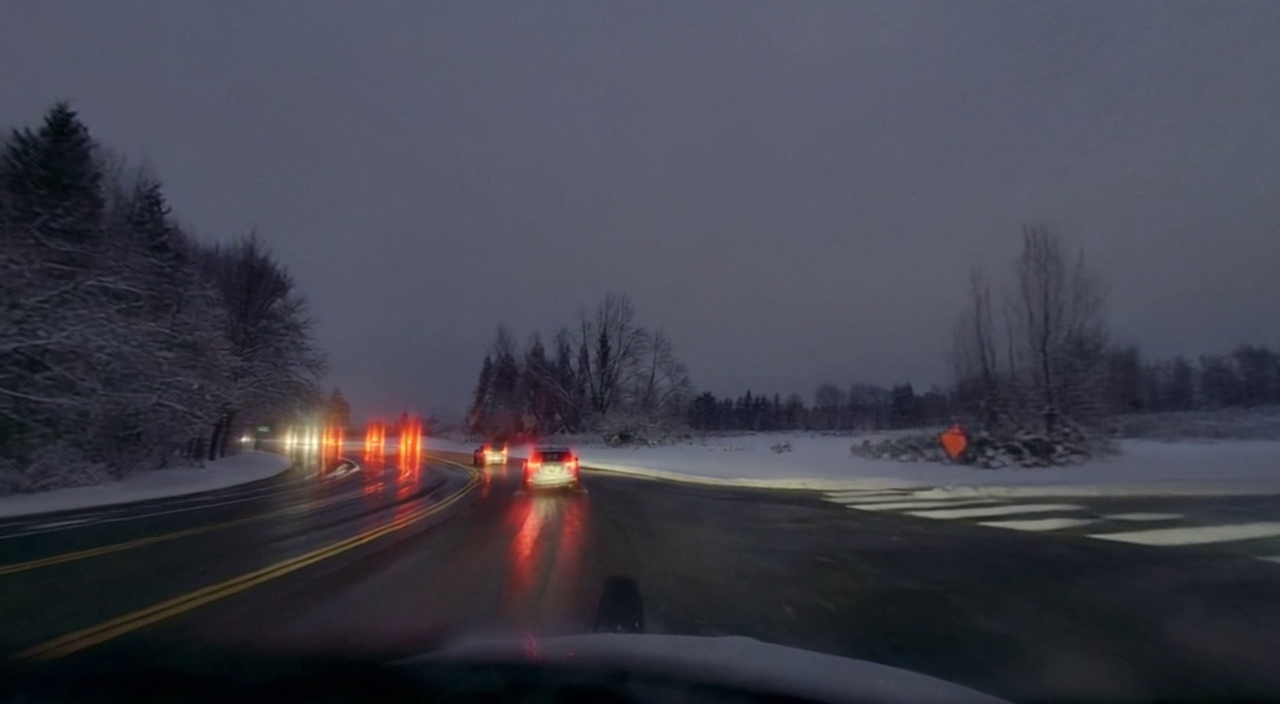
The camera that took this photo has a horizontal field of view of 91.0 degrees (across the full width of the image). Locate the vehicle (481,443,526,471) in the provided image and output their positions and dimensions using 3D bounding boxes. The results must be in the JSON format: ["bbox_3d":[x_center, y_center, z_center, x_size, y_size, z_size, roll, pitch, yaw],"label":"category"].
[{"bbox_3d":[-8.157,6.185,37.309,2.080,1.530,3.719,2,-9,-20],"label":"vehicle"}]

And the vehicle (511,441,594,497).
[{"bbox_3d":[-2.807,3.579,19.641,2.296,1.510,4.068,1,-9,-11],"label":"vehicle"}]
